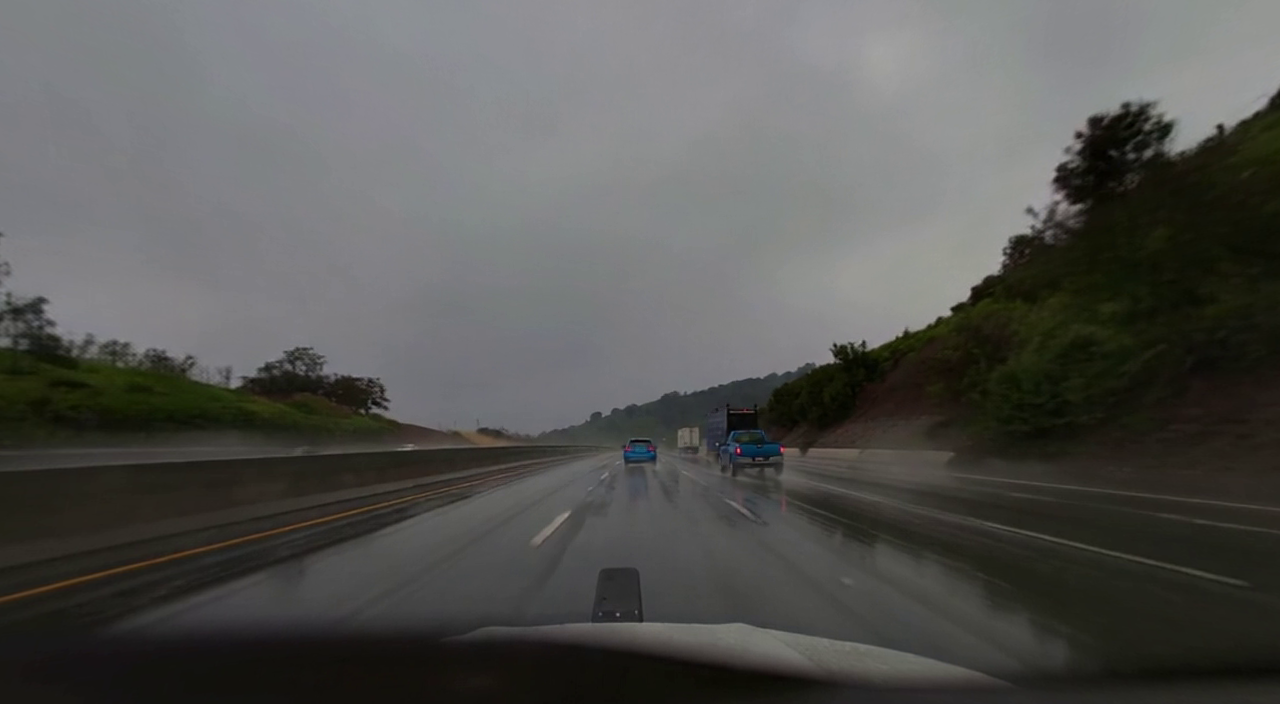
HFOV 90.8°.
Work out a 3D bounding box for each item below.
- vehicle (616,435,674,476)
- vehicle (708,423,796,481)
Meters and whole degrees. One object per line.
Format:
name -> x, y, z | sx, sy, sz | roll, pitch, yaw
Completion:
vehicle -> 0.148, 4.033, 24.820 | 2.083, 1.477, 3.965 | 0, -8, -1
vehicle -> 3.754, 3.461, 22.089 | 2.098, 1.794, 4.561 | 0, -9, -2
